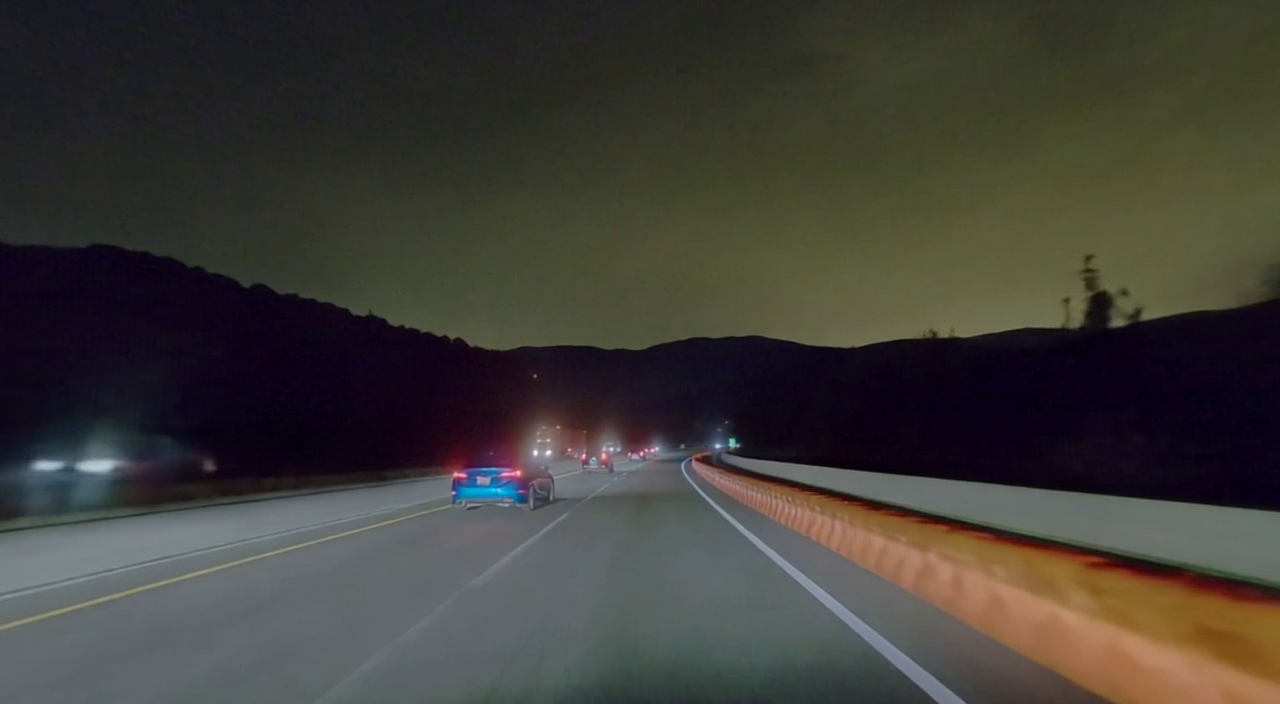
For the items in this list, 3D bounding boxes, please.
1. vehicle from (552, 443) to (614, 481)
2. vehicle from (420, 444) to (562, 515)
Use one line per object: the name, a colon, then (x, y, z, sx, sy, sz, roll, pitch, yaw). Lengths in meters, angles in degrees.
vehicle: (-2.319, 4.669, 26.958, 2.094, 1.480, 4.124, 0, -9, 3)
vehicle: (-3.075, 2.737, 13.974, 2.061, 1.330, 3.928, 0, -9, 2)
